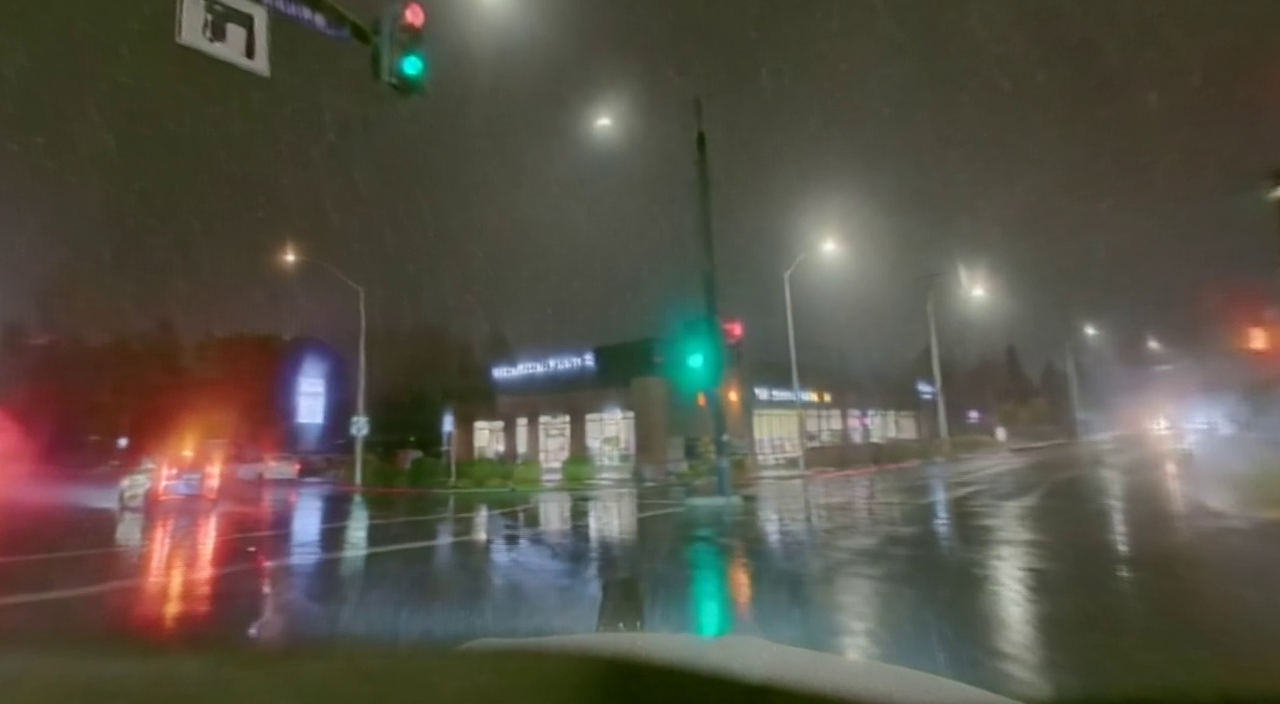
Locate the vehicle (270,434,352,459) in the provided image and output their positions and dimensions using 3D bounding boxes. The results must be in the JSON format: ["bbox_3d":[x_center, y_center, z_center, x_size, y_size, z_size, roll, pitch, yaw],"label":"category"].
[{"bbox_3d":[-24.208,6.958,46.684,2.189,1.737,4.851,-6,-9,34],"label":"vehicle"}]

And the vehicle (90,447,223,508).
[{"bbox_3d":[-15.391,3.876,20.053,4.312,1.642,2.197,-6,-10,37],"label":"vehicle"}]
